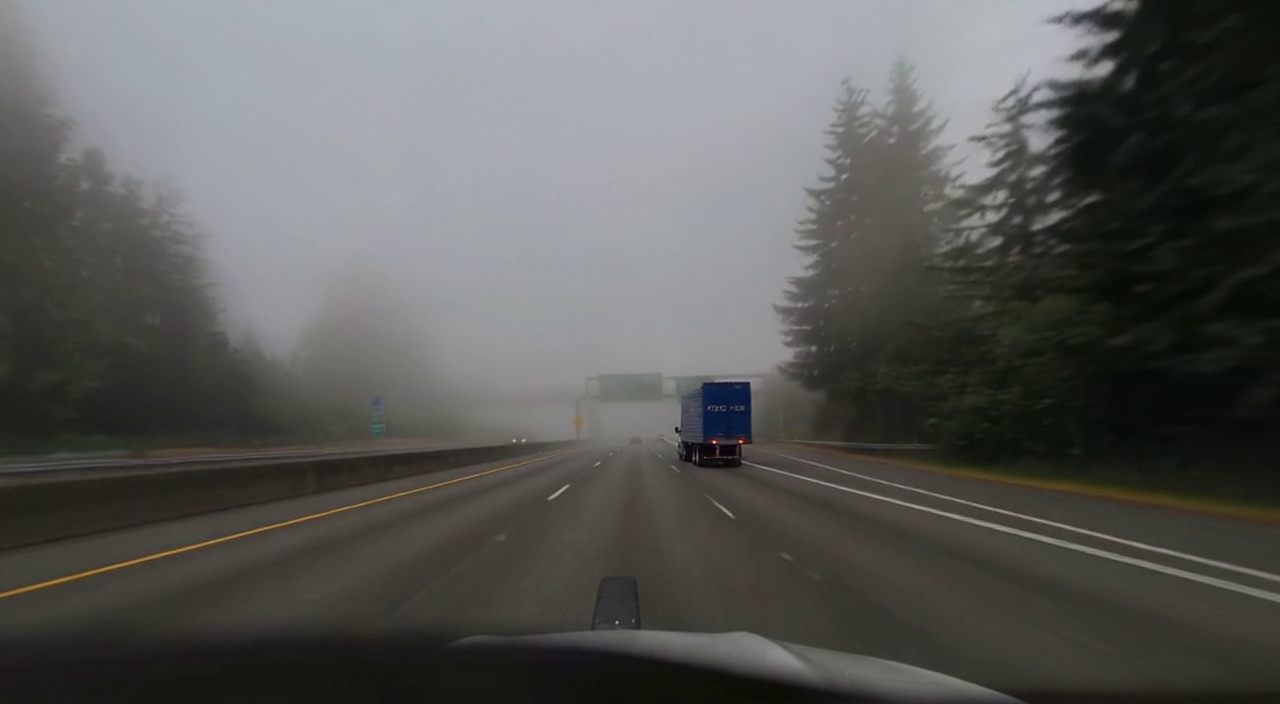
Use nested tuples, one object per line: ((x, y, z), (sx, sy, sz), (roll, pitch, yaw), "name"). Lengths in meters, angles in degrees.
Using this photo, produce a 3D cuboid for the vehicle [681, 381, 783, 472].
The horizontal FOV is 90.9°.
((3.799, 3.525, 29.154), (2.849, 3.391, 11.018), (0, -8, -1), "vehicle")
